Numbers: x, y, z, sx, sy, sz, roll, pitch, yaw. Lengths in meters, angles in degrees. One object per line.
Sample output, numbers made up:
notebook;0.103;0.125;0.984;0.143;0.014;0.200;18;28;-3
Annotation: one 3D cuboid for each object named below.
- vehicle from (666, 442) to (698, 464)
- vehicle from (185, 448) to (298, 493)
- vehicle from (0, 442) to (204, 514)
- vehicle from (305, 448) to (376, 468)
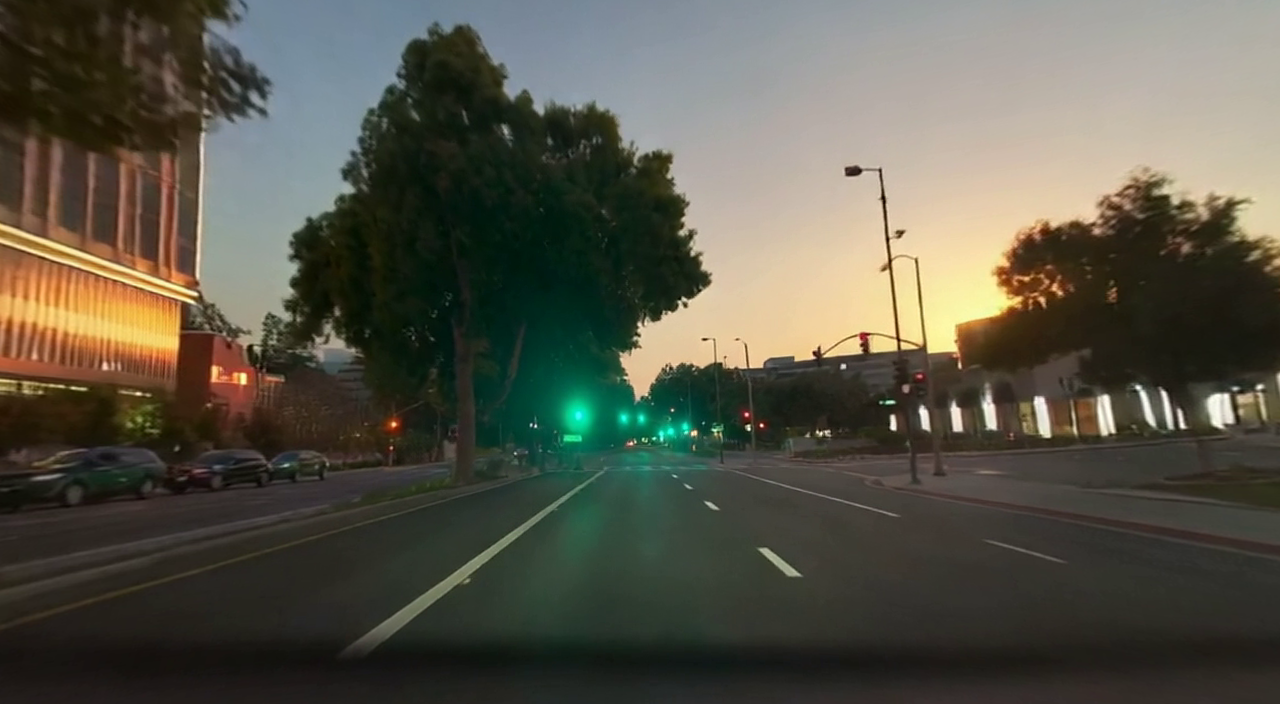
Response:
vehicle;2.988;7.283;45.519;1.945;1.490;3.817;0;-8;-1
vehicle;-15.600;4.602;25.027;1.831;1.599;4.080;0;-8;0
vehicle;-15.384;3.494;18.180;1.978;1.760;5.097;0;-8;1
vehicle;-22.743;8.059;48.051;4.420;1.466;2.016;-1;-8;8
